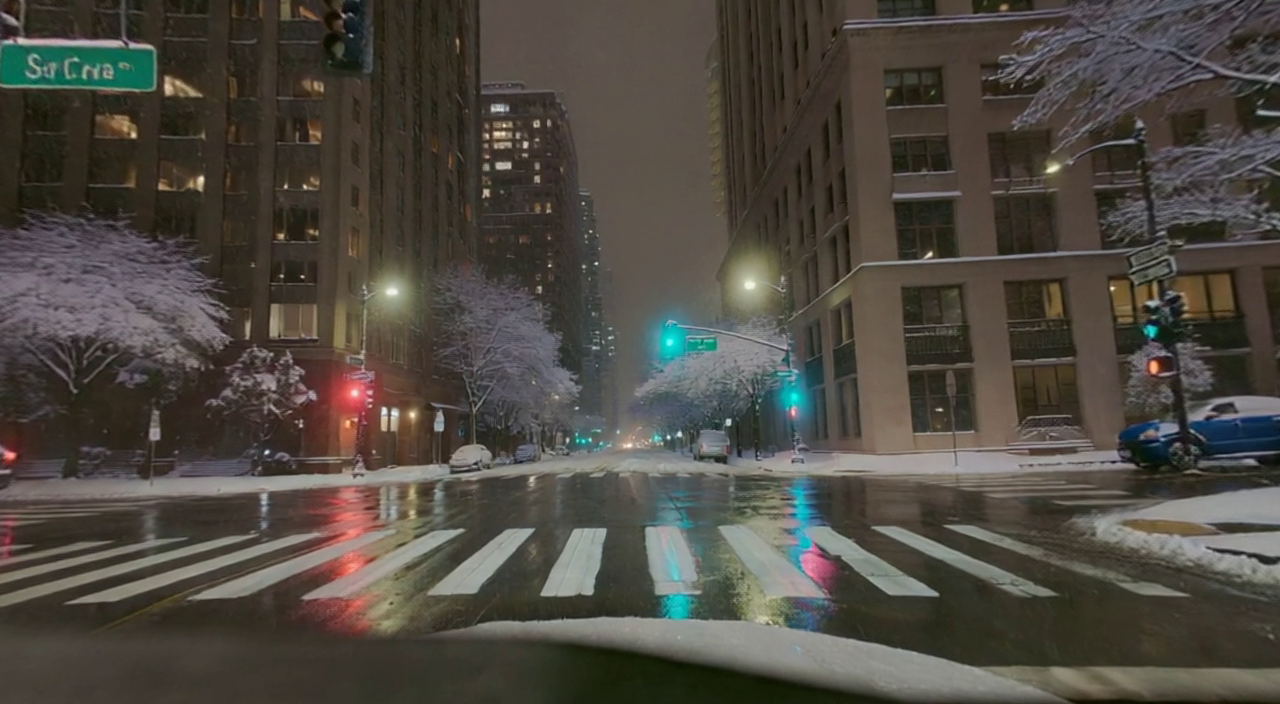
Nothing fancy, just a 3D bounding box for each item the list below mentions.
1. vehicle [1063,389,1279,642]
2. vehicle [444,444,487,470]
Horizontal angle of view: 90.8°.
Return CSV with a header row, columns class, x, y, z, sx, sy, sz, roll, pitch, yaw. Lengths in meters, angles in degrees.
class,x,y,z,sx,sy,sz,roll,pitch,yaw
vehicle,5.664,1.134,4.287,2.070,1.804,4.881,0,-8,-2
vehicle,-12.471,7.502,45.371,1.935,1.639,4.244,-3,-8,-2
